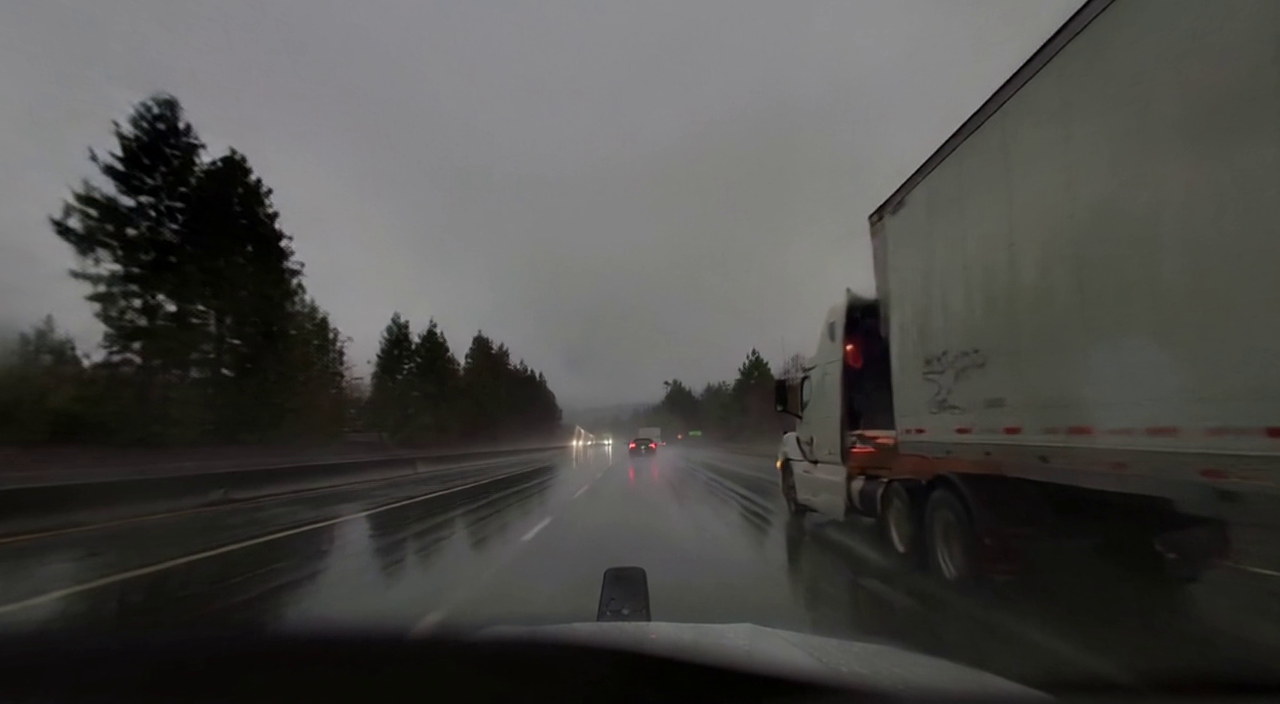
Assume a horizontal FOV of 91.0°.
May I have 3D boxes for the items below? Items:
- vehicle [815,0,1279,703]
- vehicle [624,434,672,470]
[{"bbox_3d":[4.039,-0.508,1.635,3.005,4.131,14.221,0,-8,0],"label":"vehicle"},{"bbox_3d":[0.346,4.760,30.145,2.139,1.607,4.034,0,-8,0],"label":"vehicle"}]
